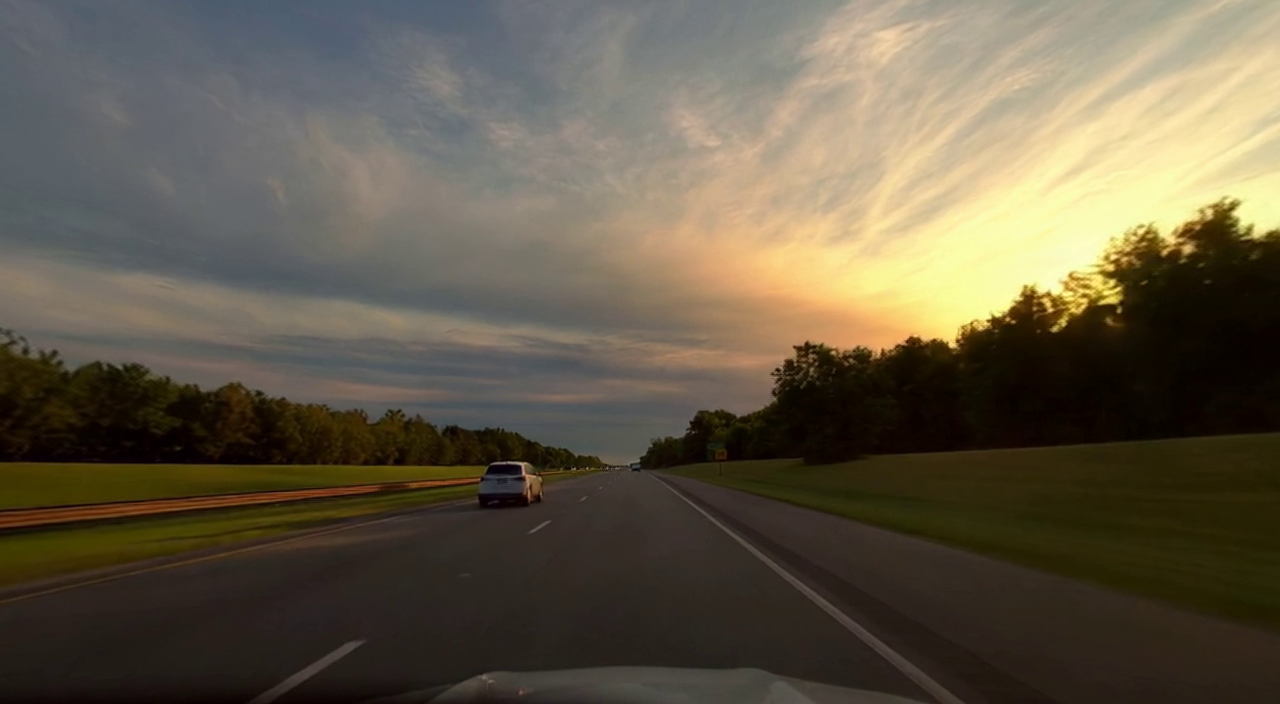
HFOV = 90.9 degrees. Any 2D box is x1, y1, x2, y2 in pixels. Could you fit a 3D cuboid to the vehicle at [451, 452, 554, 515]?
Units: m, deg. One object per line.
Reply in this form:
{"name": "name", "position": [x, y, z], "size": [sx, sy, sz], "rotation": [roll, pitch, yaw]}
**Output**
{"name": "vehicle", "position": [-3.937, 3.903, 18.981], "size": [1.928, 1.593, 4.871], "rotation": [1, -10, 1]}
